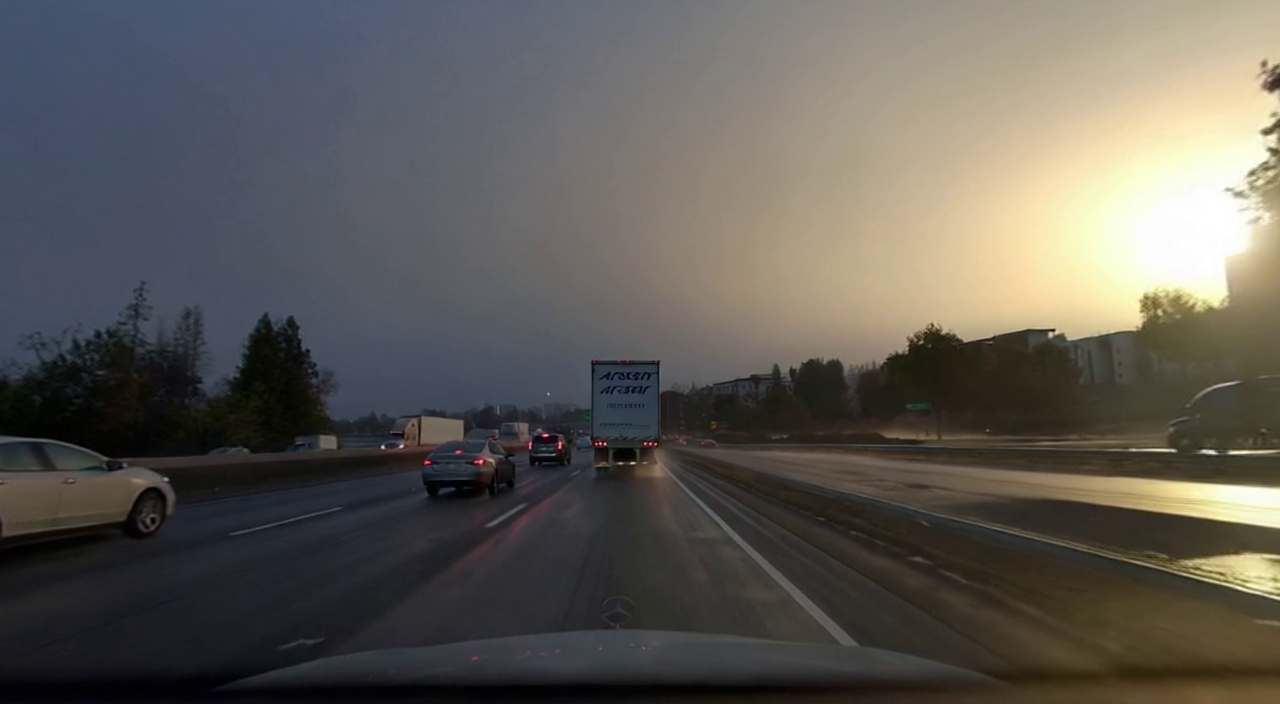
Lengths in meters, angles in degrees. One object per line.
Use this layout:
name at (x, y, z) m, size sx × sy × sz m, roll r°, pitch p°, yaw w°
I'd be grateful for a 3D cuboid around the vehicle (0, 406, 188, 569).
vehicle at (-7.750, 1.498, 7.110) m, size 1.998 × 1.698 × 4.461 m, roll 0°, pitch -8°, yaw -1°

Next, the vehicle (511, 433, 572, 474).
vehicle at (-4.131, 4.307, 26.984) m, size 1.946 × 1.599 × 4.073 m, roll 0°, pitch -8°, yaw 0°

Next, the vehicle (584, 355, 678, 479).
vehicle at (-0.459, 2.915, 26.840) m, size 3.171 × 4.204 × 11.036 m, roll 0°, pitch -8°, yaw -2°

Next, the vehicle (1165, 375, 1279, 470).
vehicle at (18.924, 2.227, 19.529) m, size 1.838 × 2.655 × 3.697 m, roll 0°, pitch -8°, yaw 0°

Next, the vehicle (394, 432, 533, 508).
vehicle at (-3.932, 2.678, 14.866) m, size 1.964 × 1.507 × 4.361 m, roll 0°, pitch -8°, yaw 1°

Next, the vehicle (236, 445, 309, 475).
vehicle at (-21.855, 6.421, 37.581) m, size 1.887 × 1.595 × 4.320 m, roll 0°, pitch -8°, yaw -2°
